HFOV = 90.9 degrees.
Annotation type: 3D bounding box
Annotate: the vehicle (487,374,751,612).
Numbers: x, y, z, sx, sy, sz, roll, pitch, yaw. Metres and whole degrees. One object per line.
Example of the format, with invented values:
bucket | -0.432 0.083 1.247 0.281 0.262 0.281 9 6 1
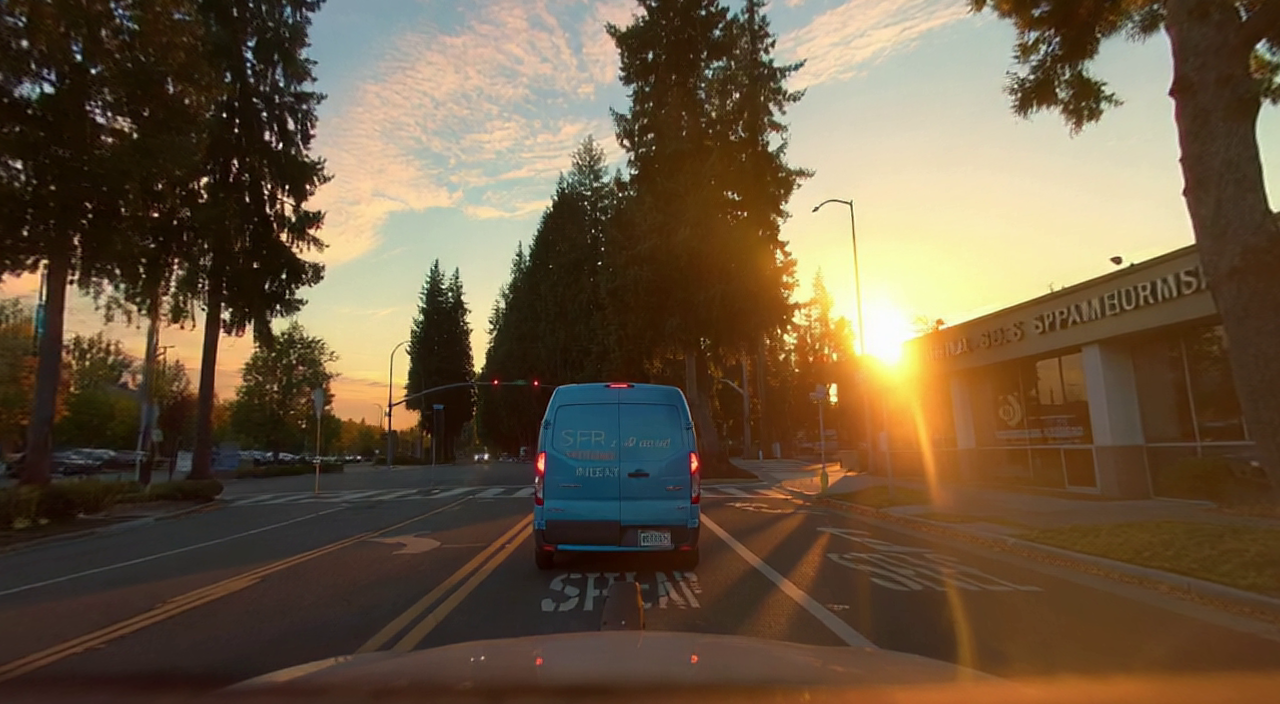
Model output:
vehicle | -0.300 1.465 7.289 2.181 1.949 3.932 1 -9 -4
